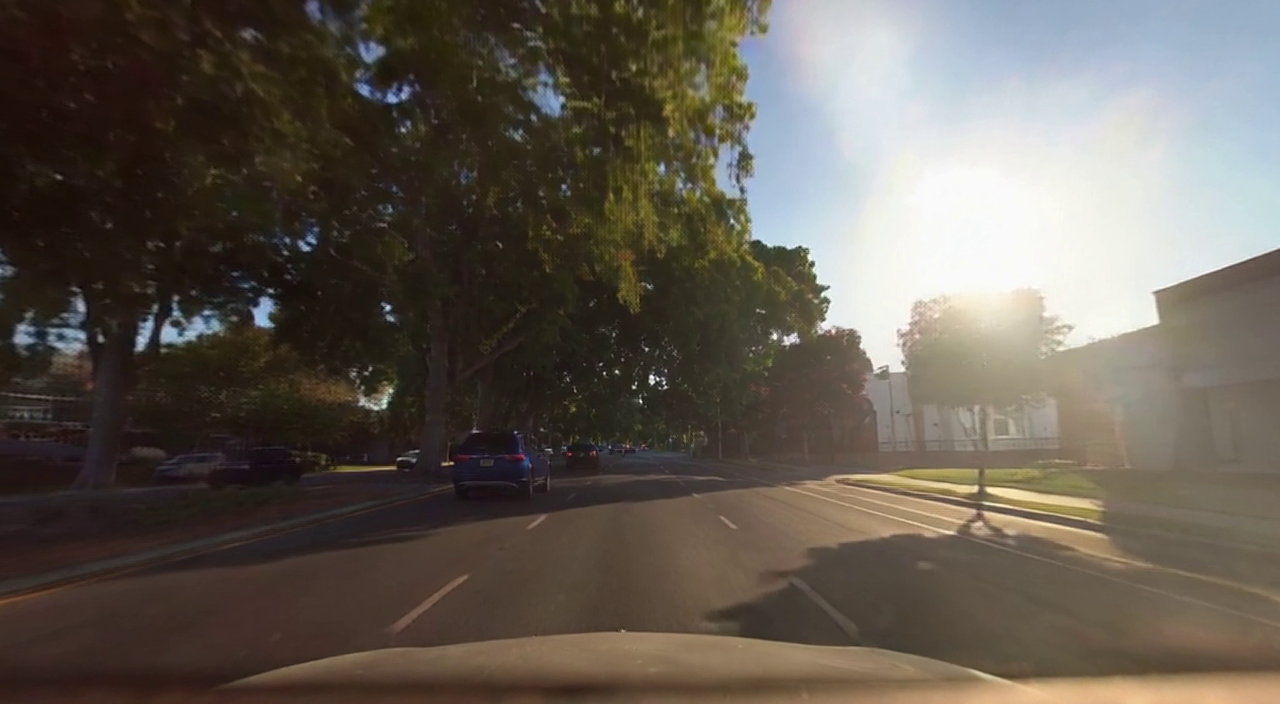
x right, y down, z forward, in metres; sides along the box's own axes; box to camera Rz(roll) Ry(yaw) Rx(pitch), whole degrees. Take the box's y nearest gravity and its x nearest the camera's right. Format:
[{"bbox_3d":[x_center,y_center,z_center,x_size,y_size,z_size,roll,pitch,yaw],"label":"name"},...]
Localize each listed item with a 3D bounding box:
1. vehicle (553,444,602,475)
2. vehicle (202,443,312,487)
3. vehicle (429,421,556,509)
[{"bbox_3d":[-3.149,5.530,32.783,2.069,1.470,4.601,0,-9,0],"label":"vehicle"},{"bbox_3d":[-16.362,4.819,27.317,1.963,1.712,4.436,0,-9,0],"label":"vehicle"},{"bbox_3d":[-3.354,2.683,15.372,2.042,1.817,4.364,0,-9,-1],"label":"vehicle"}]
